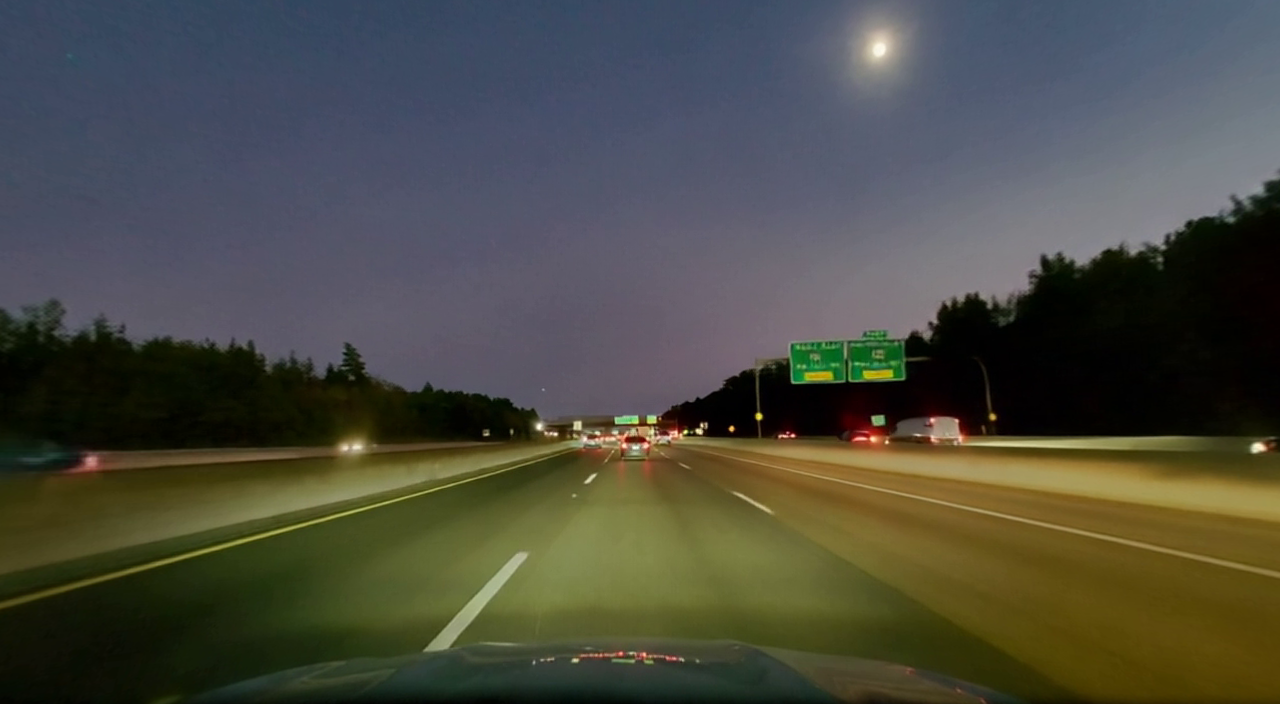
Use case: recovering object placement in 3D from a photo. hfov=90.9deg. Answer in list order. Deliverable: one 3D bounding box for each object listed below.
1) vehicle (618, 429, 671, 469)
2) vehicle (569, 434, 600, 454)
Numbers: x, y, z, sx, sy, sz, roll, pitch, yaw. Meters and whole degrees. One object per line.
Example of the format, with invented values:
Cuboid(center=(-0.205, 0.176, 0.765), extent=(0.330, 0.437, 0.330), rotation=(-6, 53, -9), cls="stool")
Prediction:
Cuboid(center=(0.120, 4.114, 26.856), extent=(2.086, 1.554, 3.875), rotation=(0, -8, -2), cls="vehicle")
Cuboid(center=(-4.222, 7.072, 48.489), extent=(2.014, 1.471, 4.380), rotation=(0, -8, -1), cls="vehicle")
